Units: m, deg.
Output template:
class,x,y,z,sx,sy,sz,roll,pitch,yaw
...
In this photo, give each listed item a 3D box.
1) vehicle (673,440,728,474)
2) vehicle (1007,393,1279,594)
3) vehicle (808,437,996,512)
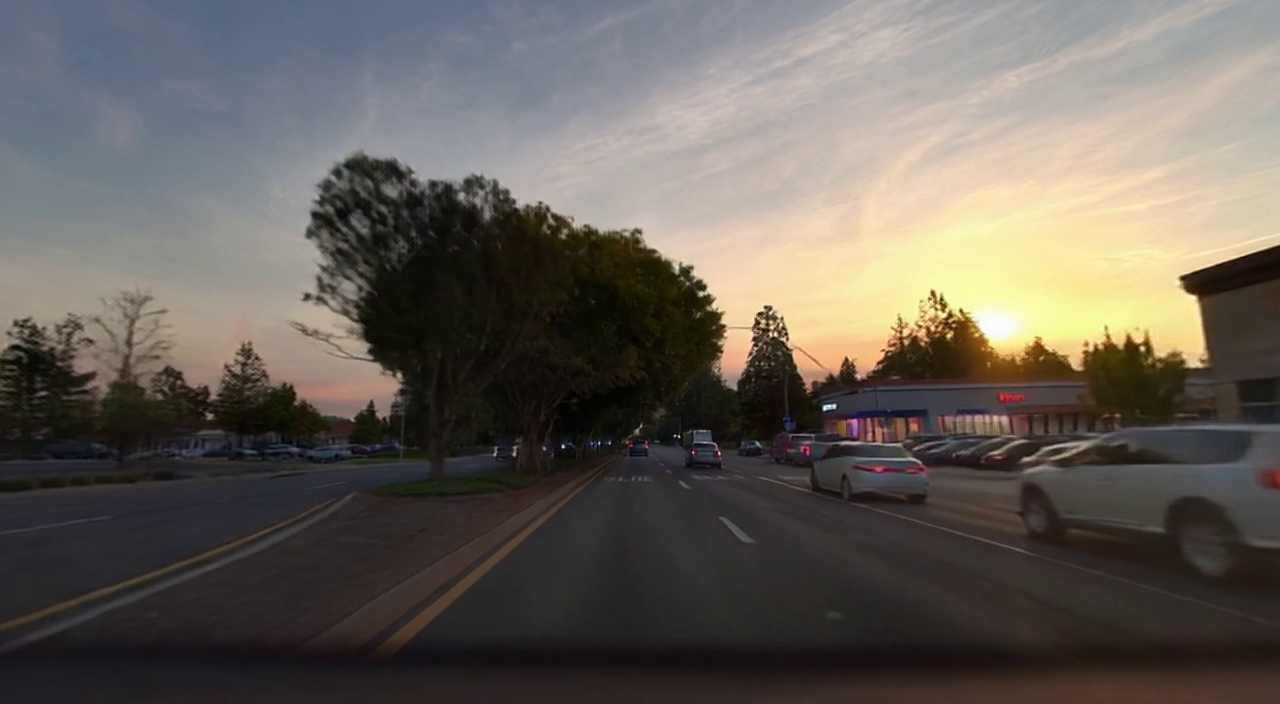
class,x,y,z,sx,sy,sz,roll,pitch,yaw
vehicle,2.776,4.922,29.888,2.099,1.463,4.365,0,-8,-1
vehicle,6.919,1.499,7.161,2.268,1.822,5.038,1,-8,-3
vehicle,5.966,2.827,15.216,2.072,1.491,4.753,1,-8,-7
